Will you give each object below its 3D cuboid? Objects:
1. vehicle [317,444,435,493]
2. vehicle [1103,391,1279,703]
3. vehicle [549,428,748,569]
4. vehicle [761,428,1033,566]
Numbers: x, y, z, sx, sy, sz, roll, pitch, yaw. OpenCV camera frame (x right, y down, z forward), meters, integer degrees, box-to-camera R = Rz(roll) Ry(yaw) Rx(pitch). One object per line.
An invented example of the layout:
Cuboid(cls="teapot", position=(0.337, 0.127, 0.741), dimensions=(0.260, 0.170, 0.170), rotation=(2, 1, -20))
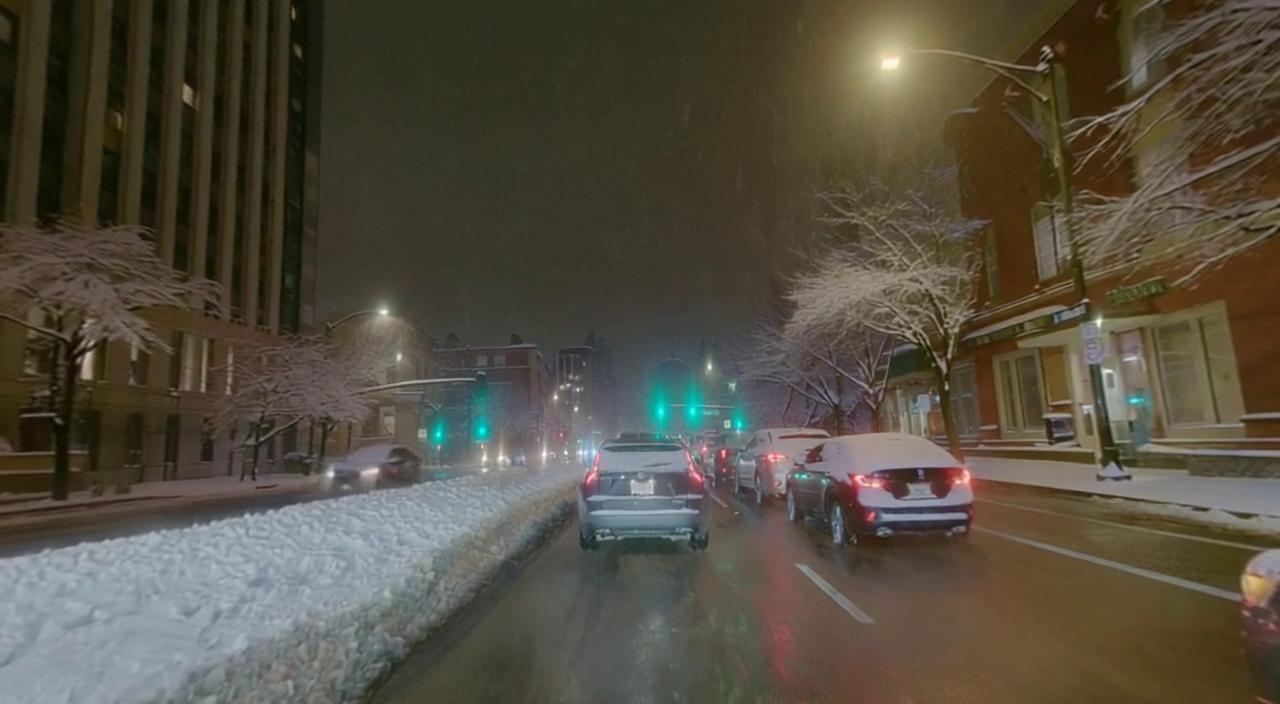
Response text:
Cuboid(cls="vehicle", position=(-9.157, 4.070, 22.500), dimensions=(2.000, 1.519, 4.964), rotation=(0, -8, 1))
Cuboid(cls="vehicle", position=(3.211, 0.652, 0.616), dimensions=(1.982, 1.491, 4.664), rotation=(0, -8, 0))
Cuboid(cls="vehicle", position=(0.050, 1.865, 8.846), dimensions=(2.105, 1.474, 4.127), rotation=(0, -8, -1))
Cuboid(cls="vehicle", position=(3.243, 1.913, 9.200), dimensions=(1.995, 1.483, 4.533), rotation=(0, -8, -1))
